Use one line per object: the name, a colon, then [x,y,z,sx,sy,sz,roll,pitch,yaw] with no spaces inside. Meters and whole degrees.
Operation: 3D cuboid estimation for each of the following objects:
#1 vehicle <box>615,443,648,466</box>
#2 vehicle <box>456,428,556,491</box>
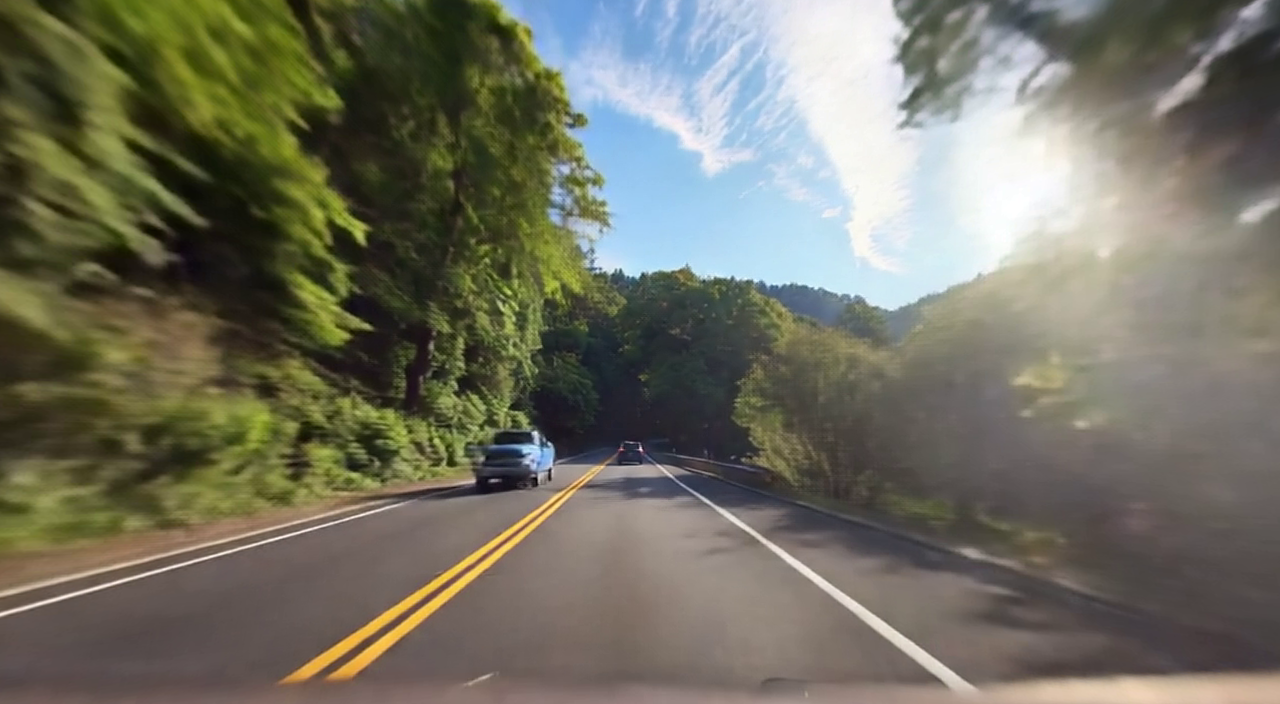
vehicle: [-0.593,7.001,43.308,2.120,1.491,4.349,0,-9,-1]
vehicle: [-4.364,3.614,21.571,2.223,1.836,5.392,-1,-9,0]
